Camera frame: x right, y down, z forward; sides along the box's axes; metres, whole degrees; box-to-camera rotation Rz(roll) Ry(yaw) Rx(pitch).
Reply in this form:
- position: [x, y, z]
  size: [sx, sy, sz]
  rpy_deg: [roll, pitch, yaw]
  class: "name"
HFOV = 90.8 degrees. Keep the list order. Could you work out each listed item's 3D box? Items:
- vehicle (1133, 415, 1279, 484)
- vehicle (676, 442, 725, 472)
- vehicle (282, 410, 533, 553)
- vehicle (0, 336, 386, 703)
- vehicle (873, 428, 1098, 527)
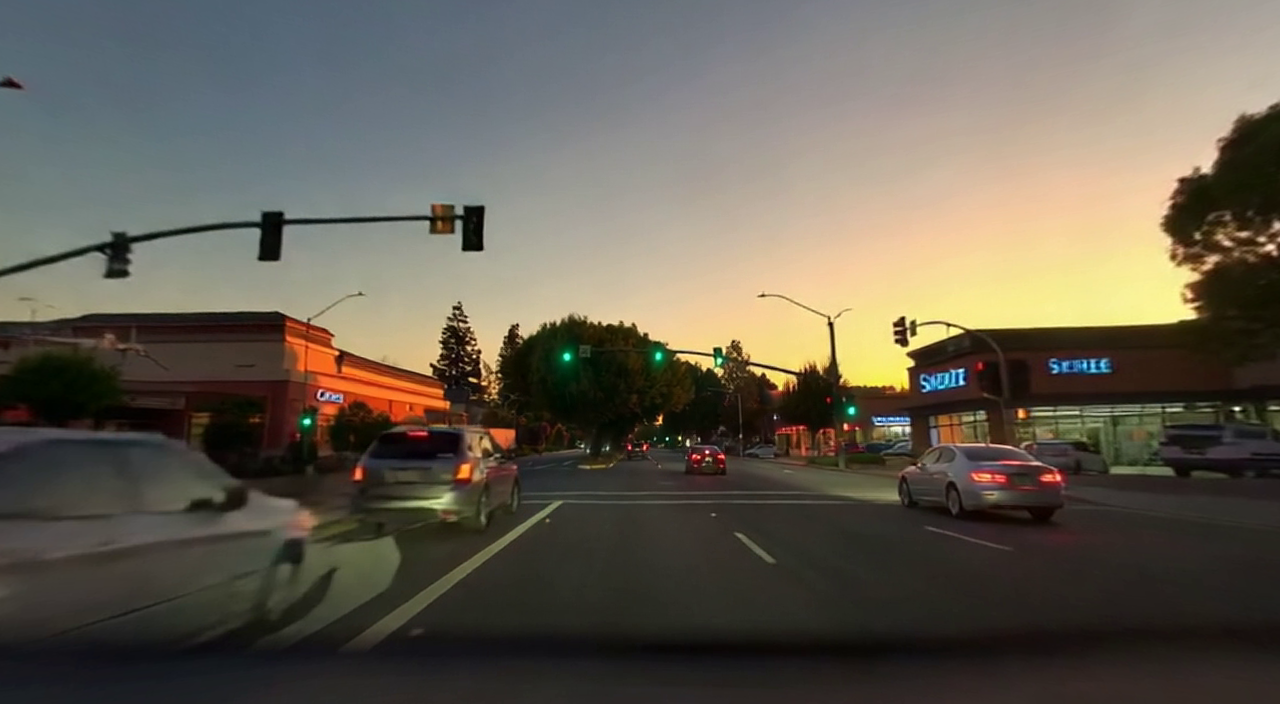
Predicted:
- position: [19.963, 3.307, 21.645]
  size: [6.595, 2.059, 2.513]
  rpy_deg: [5, -10, -32]
  class: "vehicle"
- position: [3.215, 5.665, 34.306]
  size: [2.099, 1.463, 4.365]
  rpy_deg: [0, -8, -2]
  class: "vehicle"
- position: [-3.389, 2.021, 10.604]
  size: [2.304, 1.794, 5.004]
  rpy_deg: [0, -8, 0]
  class: "vehicle"
- position: [-3.382, 0.994, 3.482]
  size: [2.118, 1.721, 4.464]
  rpy_deg: [0, -8, 0]
  class: "vehicle"
- position: [6.763, 2.487, 13.146]
  size: [2.002, 1.651, 4.647]
  rpy_deg: [0, -8, -1]
  class: "vehicle"
